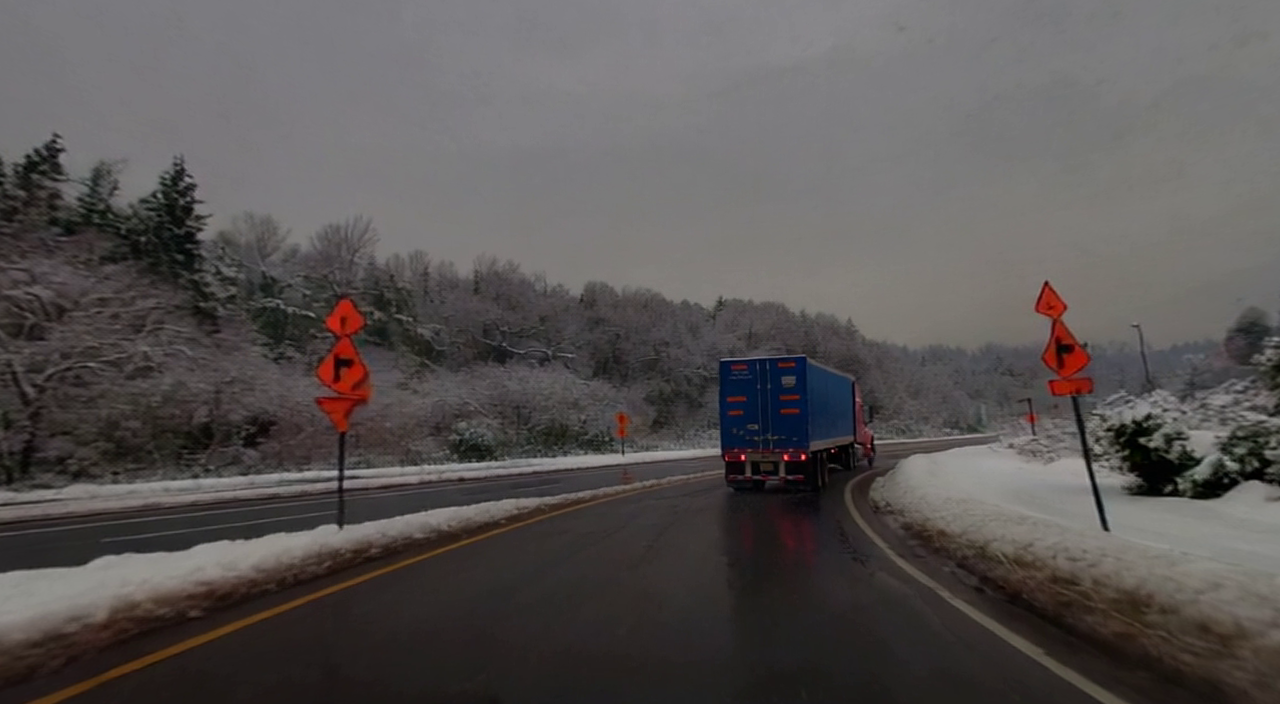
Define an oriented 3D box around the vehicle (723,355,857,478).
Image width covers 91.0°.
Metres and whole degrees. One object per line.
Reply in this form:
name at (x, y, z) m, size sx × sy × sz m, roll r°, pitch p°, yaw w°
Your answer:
vehicle at (5.963, 2.536, 23.539) m, size 2.937 × 3.647 × 9.344 m, roll -4°, pitch -9°, yaw 24°
